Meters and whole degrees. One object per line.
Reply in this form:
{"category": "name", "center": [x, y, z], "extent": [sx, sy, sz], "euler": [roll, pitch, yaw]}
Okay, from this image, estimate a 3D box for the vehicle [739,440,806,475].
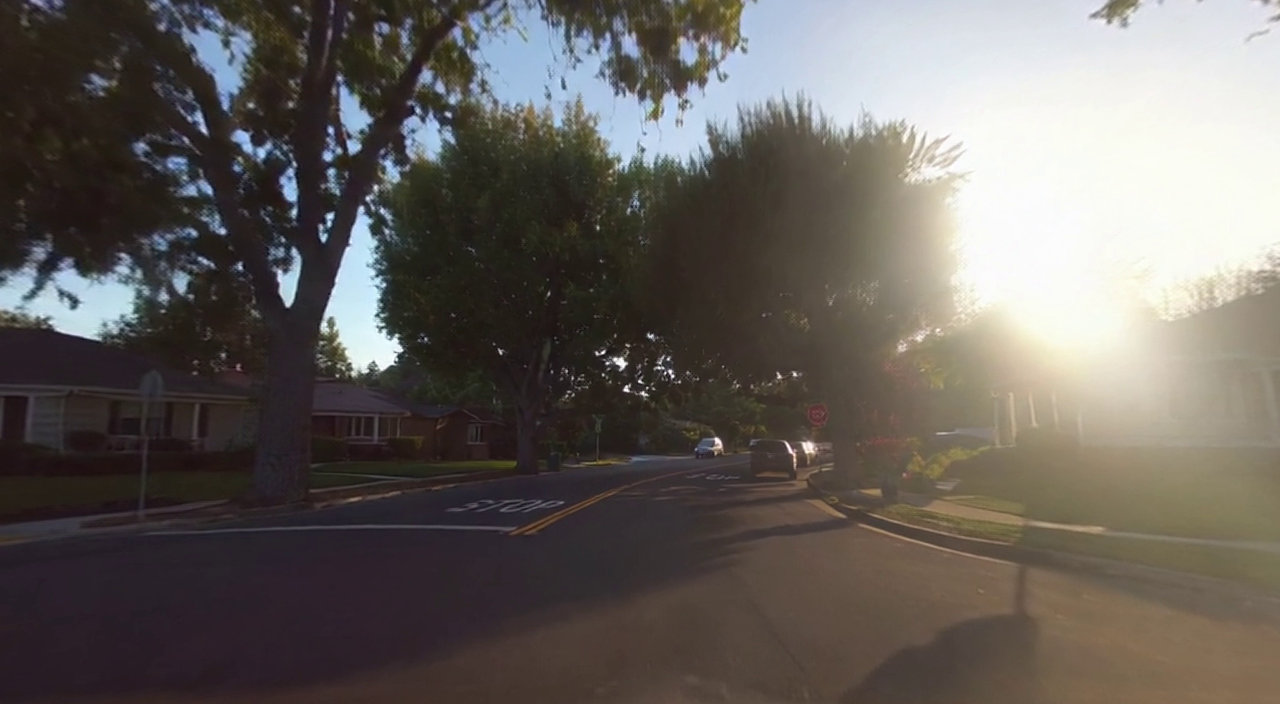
{"category": "vehicle", "center": [6.953, 5.423, 32.610], "extent": [2.692, 1.649, 4.689], "euler": [-3, -9, 20]}
